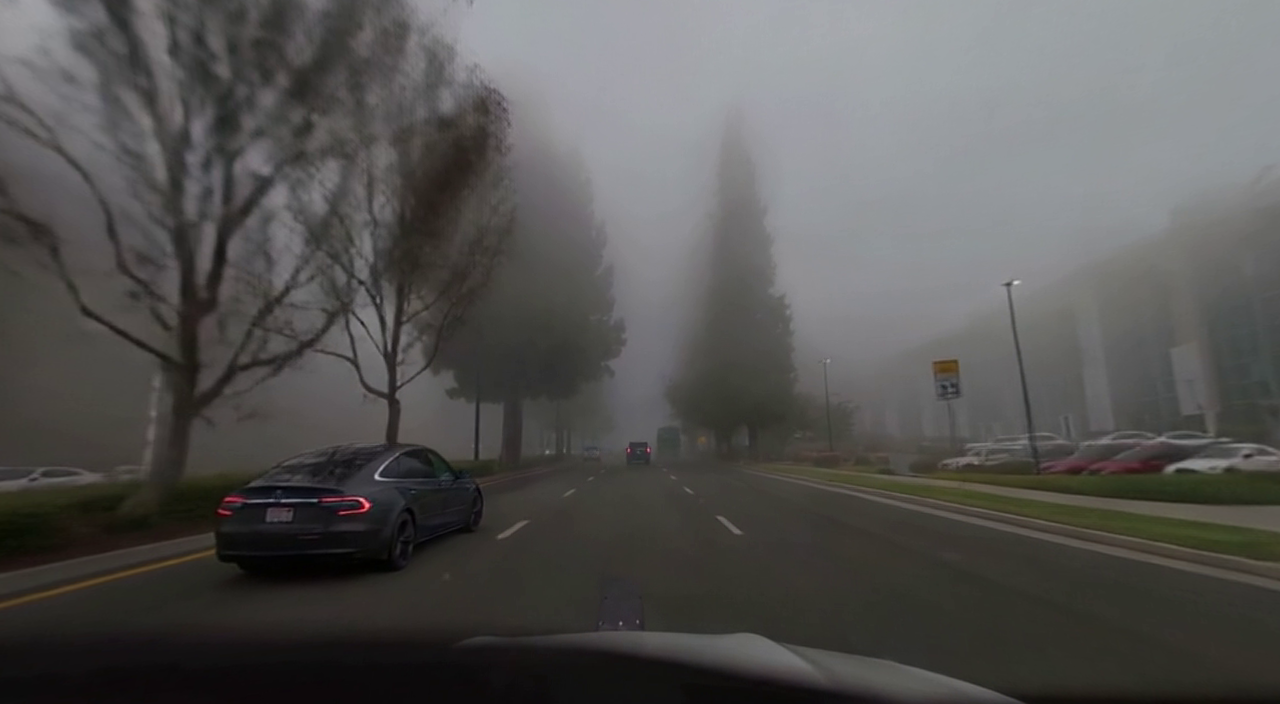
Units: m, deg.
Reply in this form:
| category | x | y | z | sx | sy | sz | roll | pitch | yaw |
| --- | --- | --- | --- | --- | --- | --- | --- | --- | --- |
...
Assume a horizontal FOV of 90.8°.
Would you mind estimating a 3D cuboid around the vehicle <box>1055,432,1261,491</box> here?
| category | x | y | z | sx | sy | sz | roll | pitch | yaw |
| --- | --- | --- | --- | --- | --- | --- | --- | --- | --- |
| vehicle | 15.979 | 3.392 | 19.694 | 4.628 | 1.706 | 1.965 | 0 | -9 | 0 |

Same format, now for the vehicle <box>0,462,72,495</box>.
| category | x | y | z | sx | sy | sz | roll | pitch | yaw |
| --- | --- | --- | --- | --- | --- | --- | --- | --- | --- |
| vehicle | -33.902 | 6.893 | 34.117 | 4.583 | 1.608 | 1.945 | -3 | -10 | 0 |

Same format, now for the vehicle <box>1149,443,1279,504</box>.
| category | x | y | z | sx | sy | sz | roll | pitch | yaw |
| --- | --- | --- | --- | --- | --- | --- | --- | --- | --- |
| vehicle | 16.689 | 3.181 | 16.747 | 4.682 | 1.507 | 1.878 | 0 | -9 | 0 |

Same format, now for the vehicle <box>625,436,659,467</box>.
| category | x | y | z | sx | sy | sz | roll | pitch | yaw |
| --- | --- | --- | --- | --- | --- | --- | --- | --- | --- |
| vehicle | 0.083 | 7.213 | 45.964 | 2.336 | 2.122 | 5.207 | 0 | -9 | -1 |

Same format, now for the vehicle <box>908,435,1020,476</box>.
| category | x | y | z | sx | sy | sz | roll | pitch | yaw |
| --- | --- | --- | --- | --- | --- | --- | --- | --- | --- |
| vehicle | 16.902 | 5.445 | 33.141 | 4.520 | 1.834 | 2.167 | -3 | -10 | -1 |

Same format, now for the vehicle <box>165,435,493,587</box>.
| category | x | y | z | sx | sy | sz | roll | pitch | yaw |
| --- | --- | --- | --- | --- | --- | --- | --- | --- | --- |
| vehicle | -3.599 | 1.913 | 8.553 | 2.120 | 1.481 | 4.535 | 0 | -9 | 0 |
